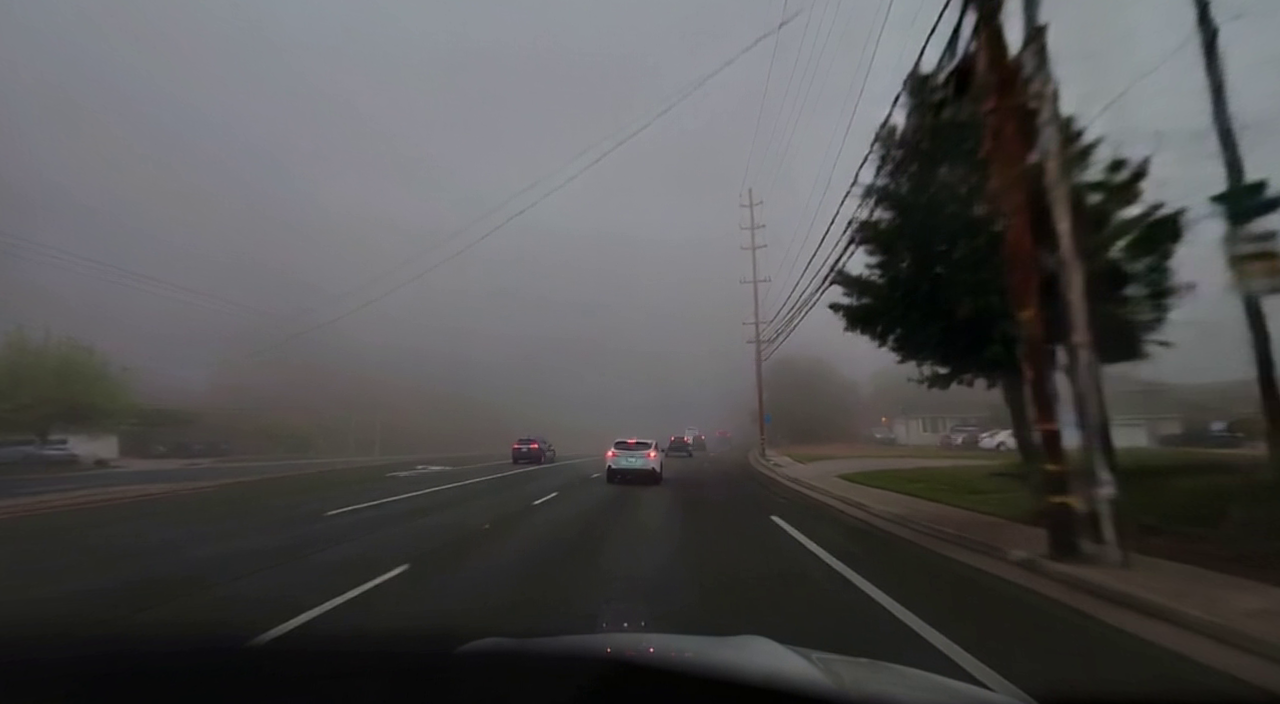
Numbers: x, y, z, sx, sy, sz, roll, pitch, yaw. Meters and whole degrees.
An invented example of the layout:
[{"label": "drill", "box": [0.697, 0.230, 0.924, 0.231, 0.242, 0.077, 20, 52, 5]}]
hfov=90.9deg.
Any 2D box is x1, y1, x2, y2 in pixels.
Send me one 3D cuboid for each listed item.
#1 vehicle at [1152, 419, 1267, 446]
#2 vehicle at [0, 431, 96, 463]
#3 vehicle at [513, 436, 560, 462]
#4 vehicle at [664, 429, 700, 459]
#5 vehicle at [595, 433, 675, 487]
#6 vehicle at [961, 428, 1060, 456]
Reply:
[{"label": "vehicle", "box": [34.029, 4.858, 37.806, 4.628, 1.467, 1.923, -2, -9, 13]}, {"label": "vehicle", "box": [-33.351, 5.394, 35.316, 1.857, 1.580, 4.336, 0, -11, -1]}, {"label": "vehicle", "box": [-6.504, 6.144, 39.995, 1.983, 1.485, 4.159, -1, -8, 4]}, {"label": "vehicle", "box": [3.012, 6.503, 44.588, 2.158, 1.939, 4.935, -1, -9, 8]}, {"label": "vehicle", "box": [-0.025, 3.299, 19.518, 2.117, 1.474, 4.036, -1, -8, 5]}, {"label": "vehicle", "box": [22.073, 5.391, 37.705, 4.674, 1.500, 1.889, 1, -9, 9]}]
